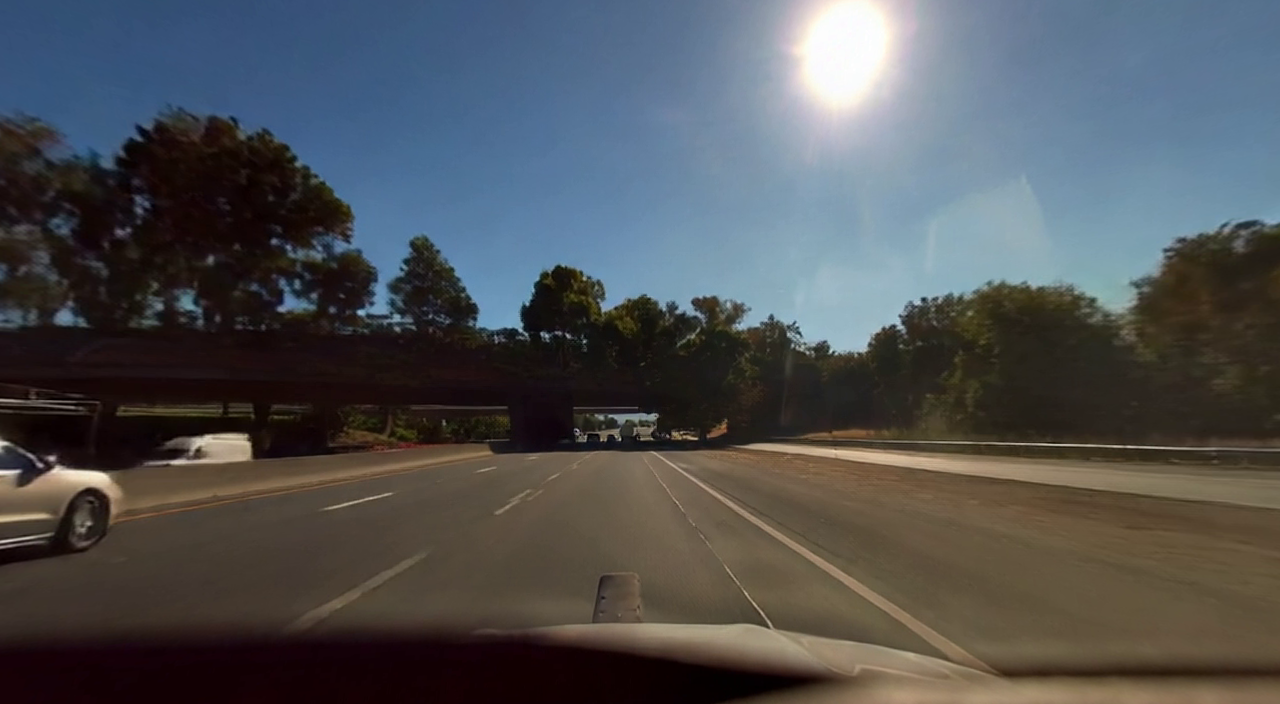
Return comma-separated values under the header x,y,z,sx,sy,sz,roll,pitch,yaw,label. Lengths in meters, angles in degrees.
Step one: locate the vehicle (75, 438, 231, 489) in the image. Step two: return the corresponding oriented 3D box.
x,y,z,sx,sy,sz,roll,pitch,yaw,label
-16.760,3.815,21.971,2.120,1.557,4.187,0,-8,-1,vehicle
